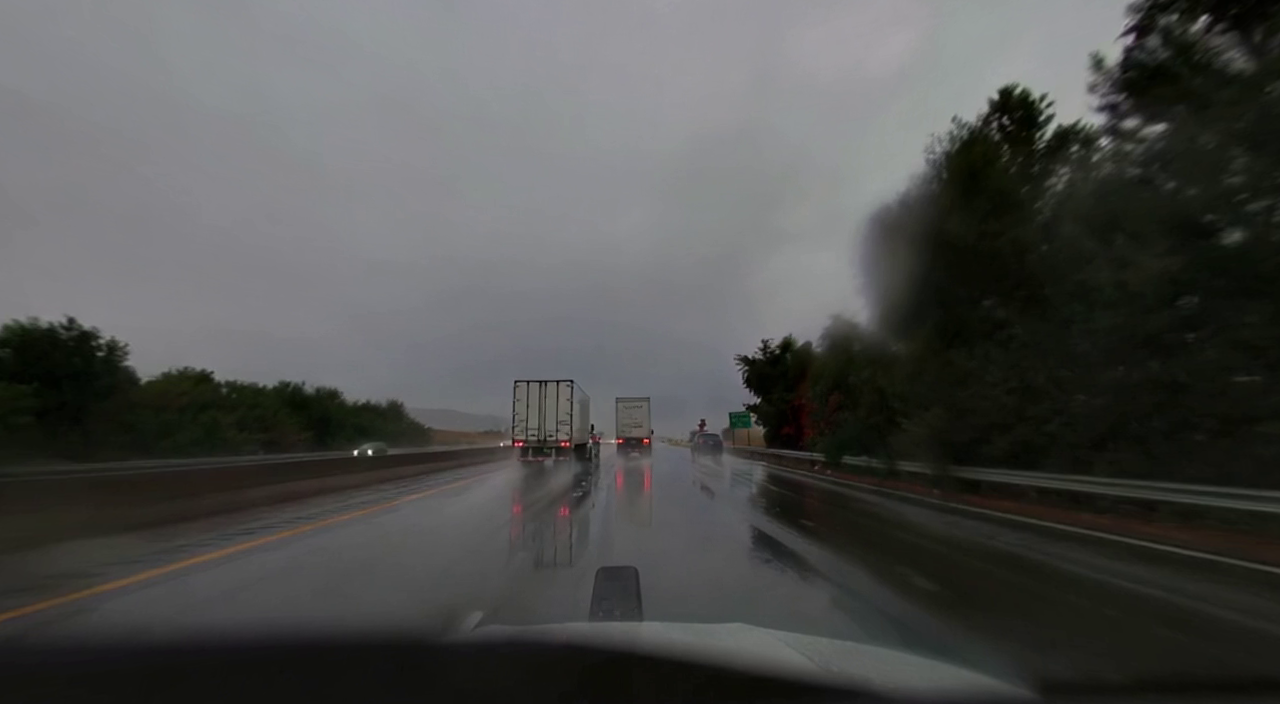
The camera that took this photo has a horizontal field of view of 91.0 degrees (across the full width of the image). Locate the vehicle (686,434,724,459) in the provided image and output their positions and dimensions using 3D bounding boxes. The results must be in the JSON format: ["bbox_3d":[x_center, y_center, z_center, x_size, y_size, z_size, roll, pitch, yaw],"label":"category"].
[{"bbox_3d":[4.054,5.942,39.697,1.891,1.477,3.599,0,-8,-2],"label":"vehicle"}]

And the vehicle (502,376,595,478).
[{"bbox_3d":[-3.318,3.011,24.783,2.728,3.405,7.096,0,-8,-1],"label":"vehicle"}]
